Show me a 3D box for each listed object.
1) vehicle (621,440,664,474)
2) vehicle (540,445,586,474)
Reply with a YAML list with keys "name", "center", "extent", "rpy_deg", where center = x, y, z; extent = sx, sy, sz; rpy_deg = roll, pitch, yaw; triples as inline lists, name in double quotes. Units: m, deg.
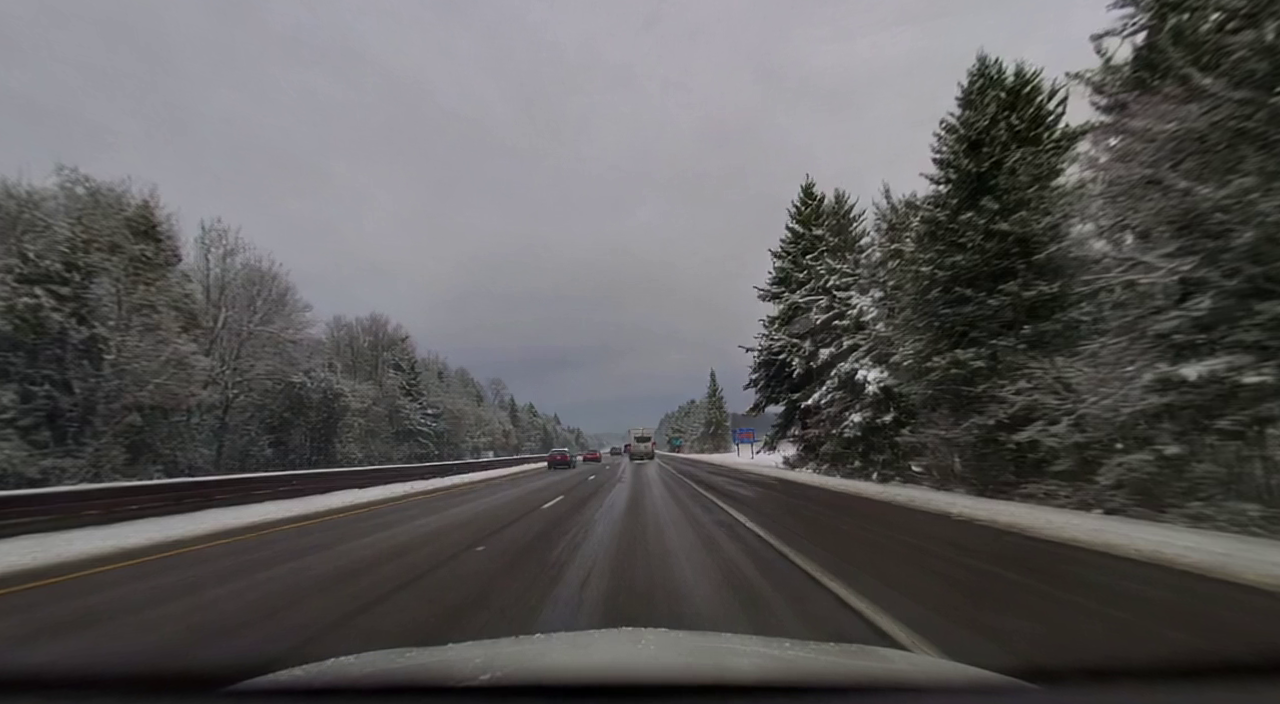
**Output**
- name: "vehicle"
  center: [0.131, 5.646, 33.993]
  extent: [2.172, 1.687, 3.929]
  rpy_deg: [0, -9, 0]
- name: "vehicle"
  center: [-4.186, 5.959, 35.062]
  extent: [2.031, 1.482, 4.248]
  rpy_deg: [0, -9, 0]
